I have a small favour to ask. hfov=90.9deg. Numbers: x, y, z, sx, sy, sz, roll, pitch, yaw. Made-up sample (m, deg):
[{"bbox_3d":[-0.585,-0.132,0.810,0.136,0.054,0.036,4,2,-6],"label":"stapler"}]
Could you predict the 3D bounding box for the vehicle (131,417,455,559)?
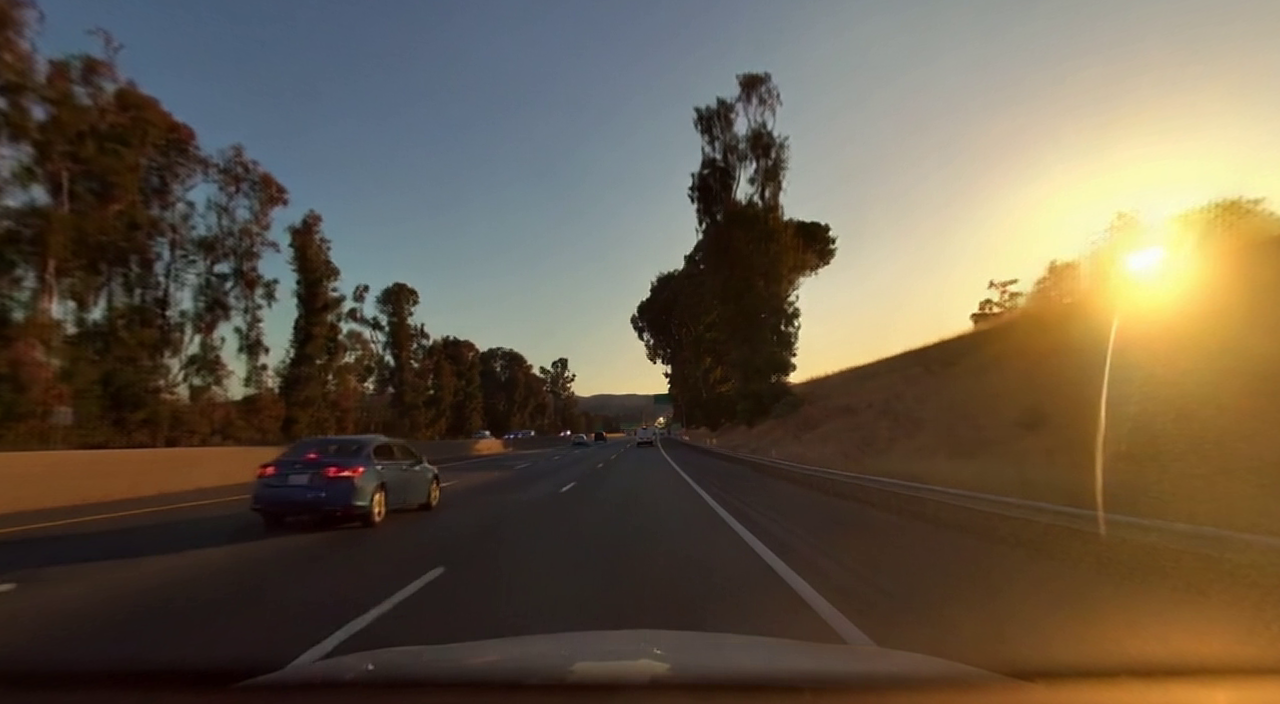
[{"bbox_3d":[-4.526,1.846,9.360,2.071,1.556,4.729,0,-8,1],"label":"vehicle"}]
